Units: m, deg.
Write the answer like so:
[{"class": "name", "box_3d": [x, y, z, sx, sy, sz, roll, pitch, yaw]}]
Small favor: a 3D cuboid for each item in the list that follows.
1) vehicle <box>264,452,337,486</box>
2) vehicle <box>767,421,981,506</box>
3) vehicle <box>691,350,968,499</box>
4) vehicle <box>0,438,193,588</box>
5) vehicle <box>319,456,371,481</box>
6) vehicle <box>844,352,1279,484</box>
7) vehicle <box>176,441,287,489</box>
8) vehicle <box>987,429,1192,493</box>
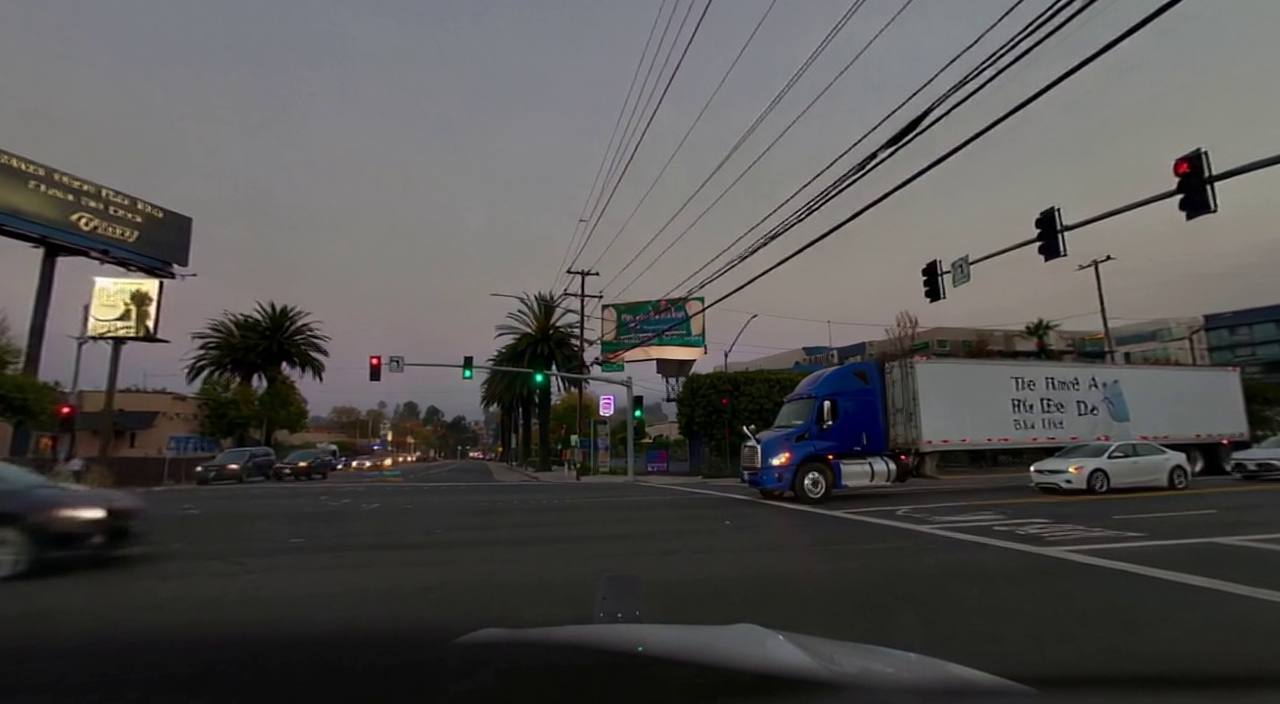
[{"class": "vehicle", "box_3d": [-19.632, 6.767, 36.863, 2.028, 1.744, 4.876, 1, -9, -7]}, {"class": "vehicle", "box_3d": [6.497, 3.107, 17.840, 5.079, 1.893, 2.200, -2, -10, -13]}, {"class": "vehicle", "box_3d": [6.103, 2.430, 21.008, 8.167, 4.352, 3.029, 1, -9, -12]}, {"class": "vehicle", "box_3d": [-8.464, 1.751, 7.129, 5.114, 1.492, 2.040, 1, -9, -11]}, {"class": "vehicle", "box_3d": [-20.900, 8.236, 45.023, 1.834, 1.521, 4.970, 1, -9, -7]}, {"class": "vehicle", "box_3d": [16.122, 2.481, 23.212, 17.071, 4.151, 2.876, 1, -9, -12]}, {"class": "vehicle", "box_3d": [-24.100, 6.659, 37.760, 2.989, 2.573, 6.053, 0, -9, -5]}, {"class": "vehicle", "box_3d": [13.446, 3.266, 19.052, 4.958, 1.510, 1.949, -2, -10, -11]}]
